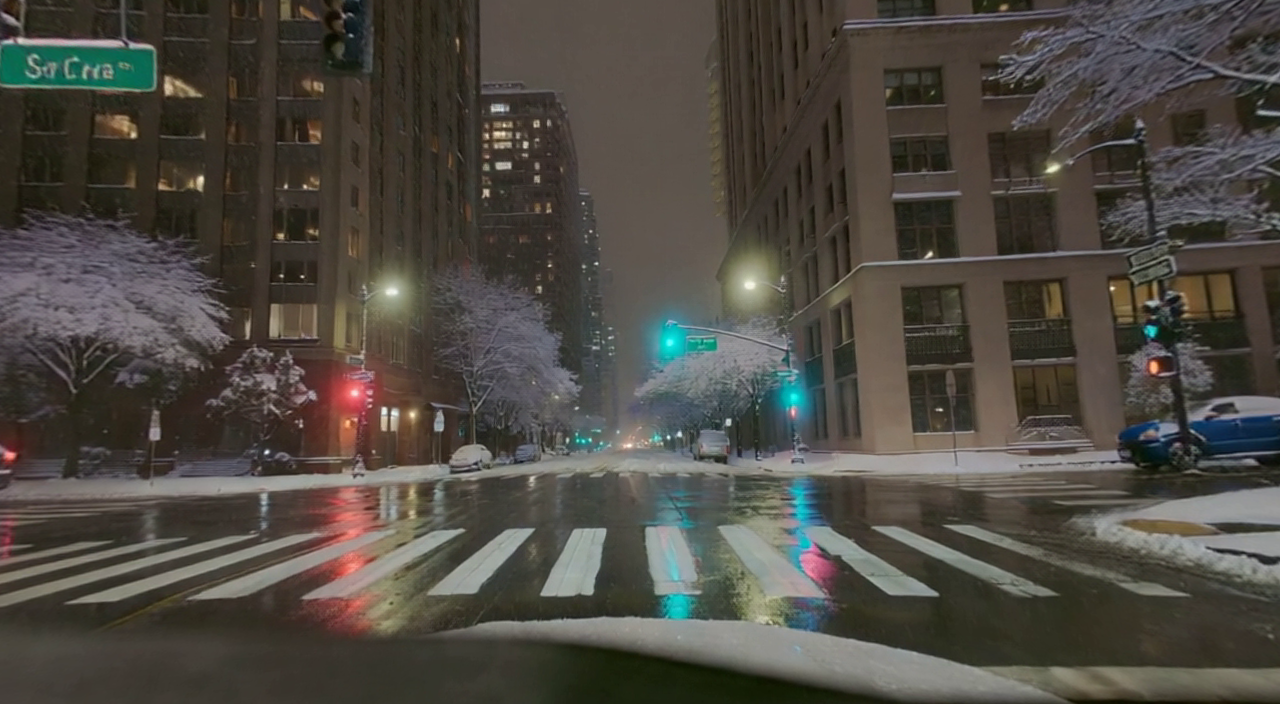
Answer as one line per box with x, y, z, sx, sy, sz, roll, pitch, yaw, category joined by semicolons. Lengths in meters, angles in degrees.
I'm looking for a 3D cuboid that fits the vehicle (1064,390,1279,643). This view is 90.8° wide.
5.658;1.137;4.270;2.070;1.804;4.881;0;-8;-1;vehicle

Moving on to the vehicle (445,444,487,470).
-12.449;7.505;45.381;1.935;1.639;4.244;-3;-8;-2;vehicle
